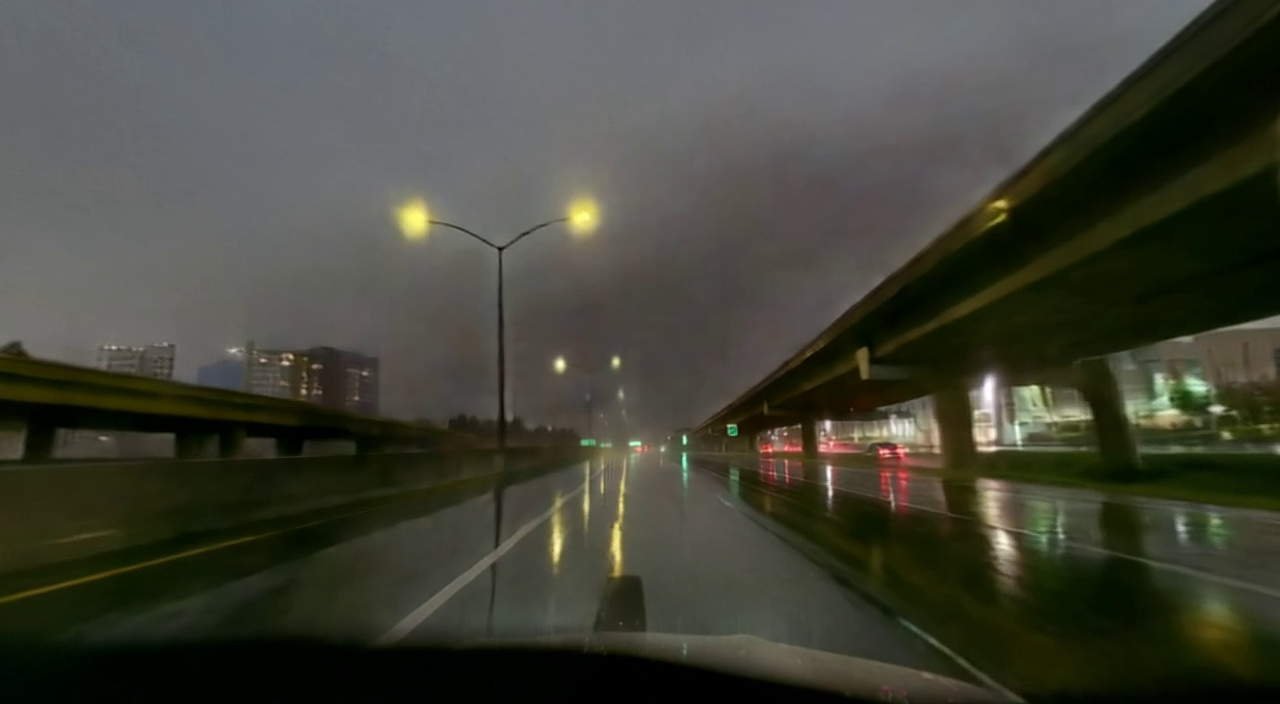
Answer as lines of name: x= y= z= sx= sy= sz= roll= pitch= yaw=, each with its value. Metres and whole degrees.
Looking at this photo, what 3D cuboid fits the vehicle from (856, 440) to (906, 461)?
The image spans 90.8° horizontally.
vehicle: x=18.750 y=7.669 z=49.373 sx=2.059 sy=1.457 sz=4.537 roll=-1 pitch=-8 yaw=-1
